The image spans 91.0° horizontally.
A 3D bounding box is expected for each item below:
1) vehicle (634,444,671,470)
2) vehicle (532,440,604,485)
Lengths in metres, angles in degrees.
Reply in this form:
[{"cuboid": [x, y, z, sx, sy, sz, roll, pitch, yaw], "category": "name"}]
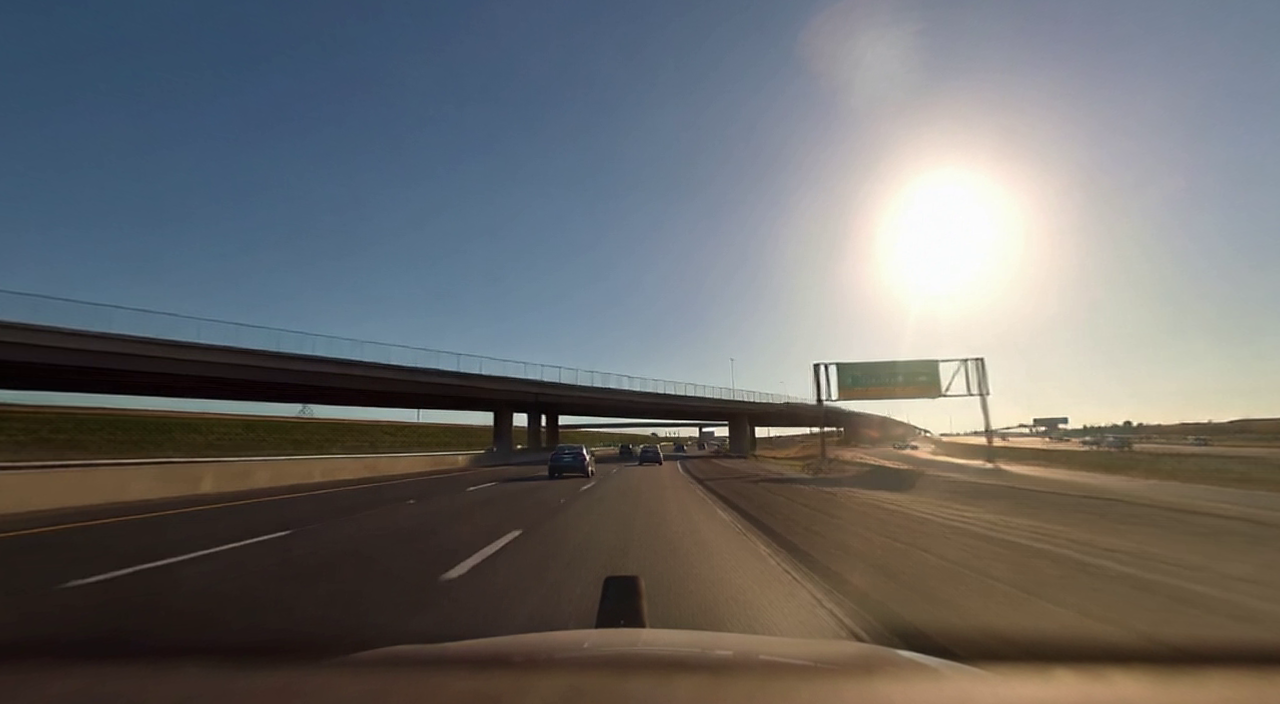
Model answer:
[{"cuboid": [0.793, 6.455, 38.963, 2.129, 1.502, 4.321, -1, -9, 2], "category": "vehicle"}, {"cuboid": [-2.660, 4.264, 24.489, 2.129, 1.563, 4.387, -1, -9, 2], "category": "vehicle"}]
